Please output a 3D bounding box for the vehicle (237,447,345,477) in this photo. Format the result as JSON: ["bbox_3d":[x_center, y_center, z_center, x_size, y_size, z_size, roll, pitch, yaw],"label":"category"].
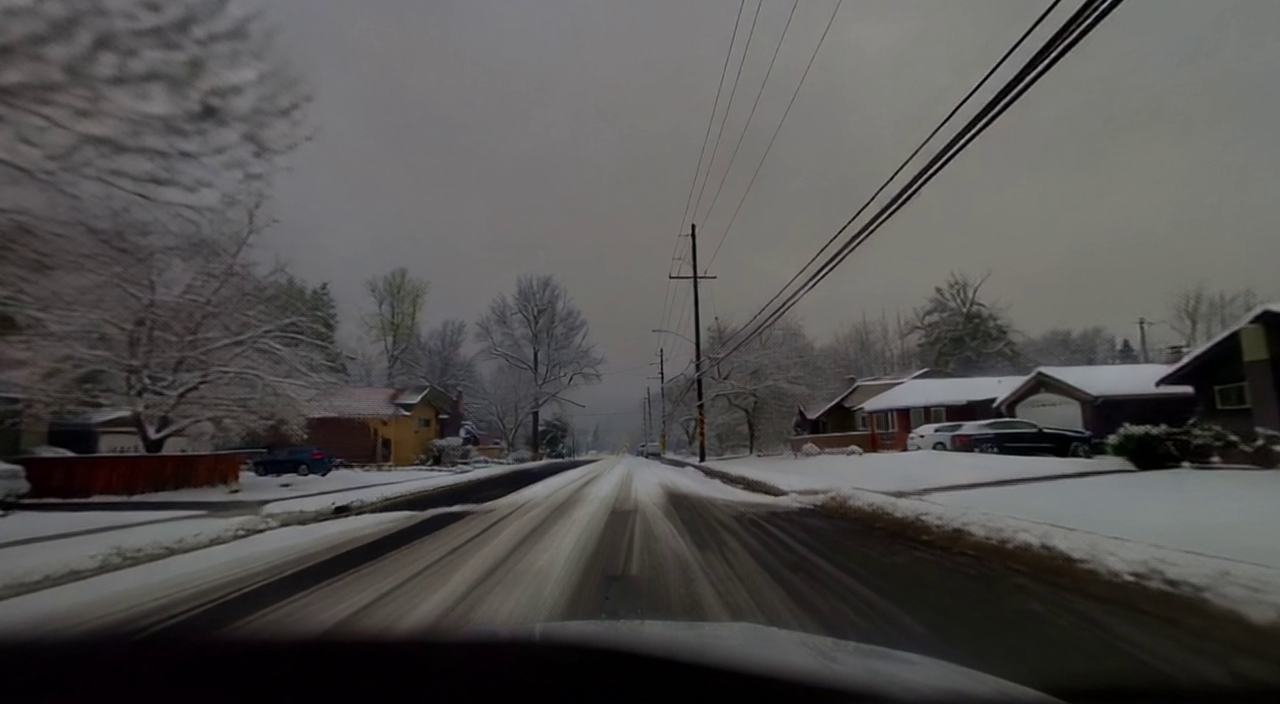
[{"bbox_3d":[-18.079,5.691,32.883,4.519,1.426,1.903,8,-12,-43],"label":"vehicle"}]

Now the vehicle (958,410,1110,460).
[{"bbox_3d":[15.113,3.216,24.421,4.562,1.832,1.987,0,-8,-3],"label":"vehicle"}]
